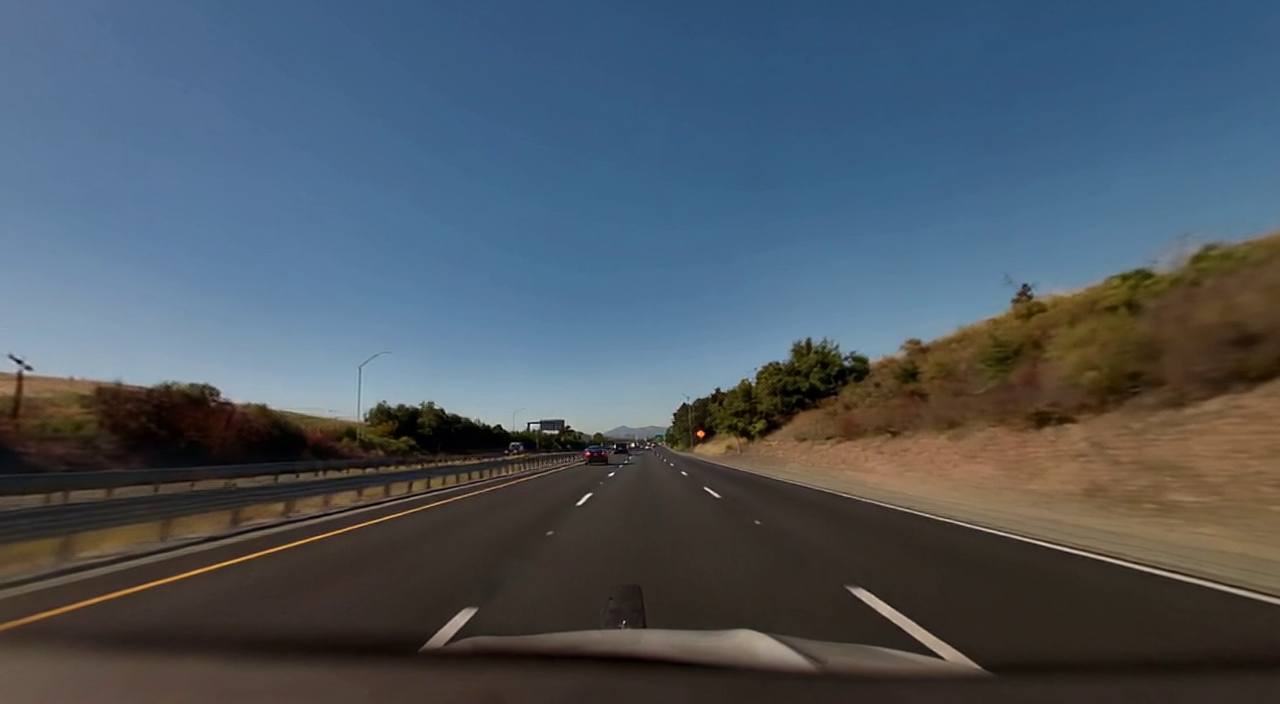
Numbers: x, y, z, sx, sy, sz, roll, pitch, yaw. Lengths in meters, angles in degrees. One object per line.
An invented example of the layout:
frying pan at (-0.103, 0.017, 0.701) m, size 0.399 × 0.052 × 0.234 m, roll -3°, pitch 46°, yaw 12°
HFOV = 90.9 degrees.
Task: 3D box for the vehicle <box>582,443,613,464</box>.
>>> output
vehicle at (-3.214, 7.771, 48.429) m, size 1.991 × 1.475 × 4.302 m, roll 0°, pitch -8°, yaw 1°
